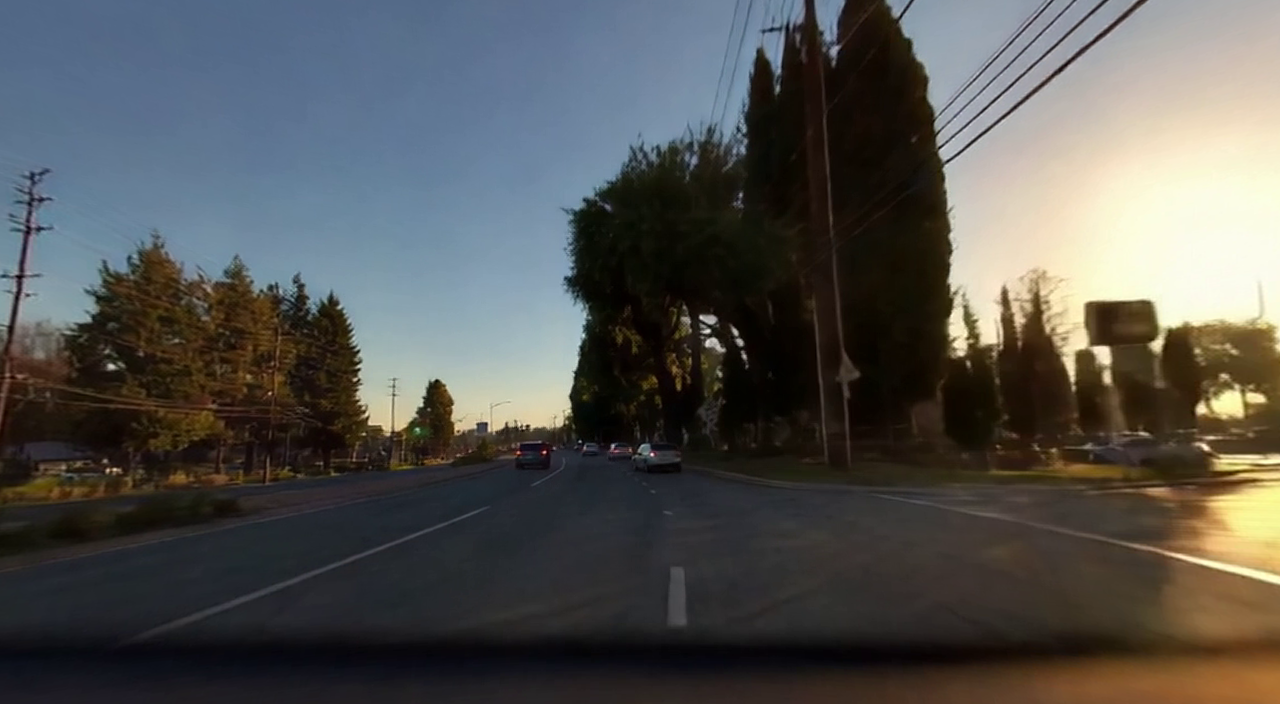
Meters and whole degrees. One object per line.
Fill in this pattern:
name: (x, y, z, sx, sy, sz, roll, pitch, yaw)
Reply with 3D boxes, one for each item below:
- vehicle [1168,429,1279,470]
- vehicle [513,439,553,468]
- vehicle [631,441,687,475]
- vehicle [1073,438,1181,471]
vehicle: (25.359, 4.103, 26.233, 4.834, 1.495, 1.785, 1, -9, 12)
vehicle: (-6.955, 6.642, 41.347, 2.195, 1.752, 4.515, 1, -8, -5)
vehicle: (0.791, 4.947, 29.717, 2.130, 1.476, 4.453, 1, -8, -4)
vehicle: (27.452, 5.812, 35.723, 4.350, 1.447, 1.696, -7, -10, 14)
